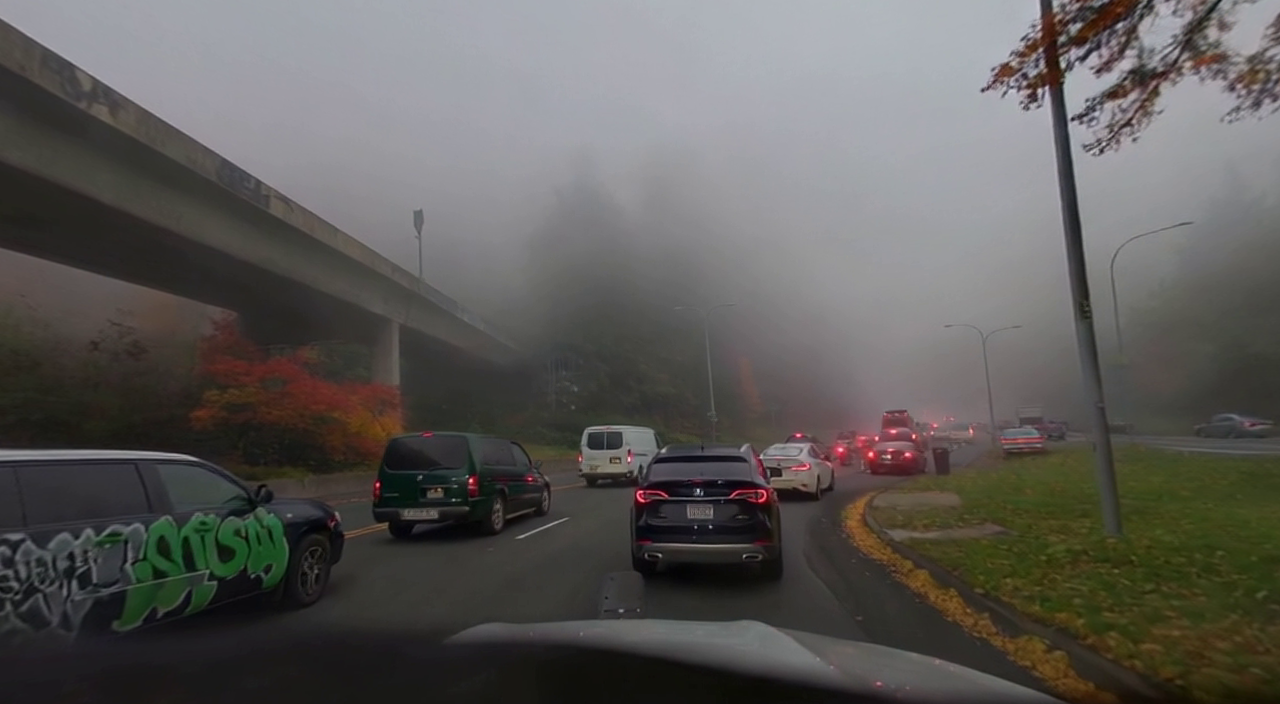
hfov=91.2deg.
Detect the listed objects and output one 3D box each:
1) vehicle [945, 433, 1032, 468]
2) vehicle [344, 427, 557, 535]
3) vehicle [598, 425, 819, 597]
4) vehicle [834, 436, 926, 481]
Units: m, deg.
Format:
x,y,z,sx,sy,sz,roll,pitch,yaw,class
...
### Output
x,y,z,sx,sy,sz,roll,pitch,yaw,class
15.857,4.449,28.448,3.934,1.485,1.763,6,-11,-34,vehicle
-3.123,2.224,11.372,1.921,1.554,4.081,-2,-9,12,vehicle
1.088,1.749,7.730,2.064,1.515,3.722,-3,-9,16,vehicle
8.763,3.825,22.707,1.780,1.446,3.902,-8,-12,41,vehicle
